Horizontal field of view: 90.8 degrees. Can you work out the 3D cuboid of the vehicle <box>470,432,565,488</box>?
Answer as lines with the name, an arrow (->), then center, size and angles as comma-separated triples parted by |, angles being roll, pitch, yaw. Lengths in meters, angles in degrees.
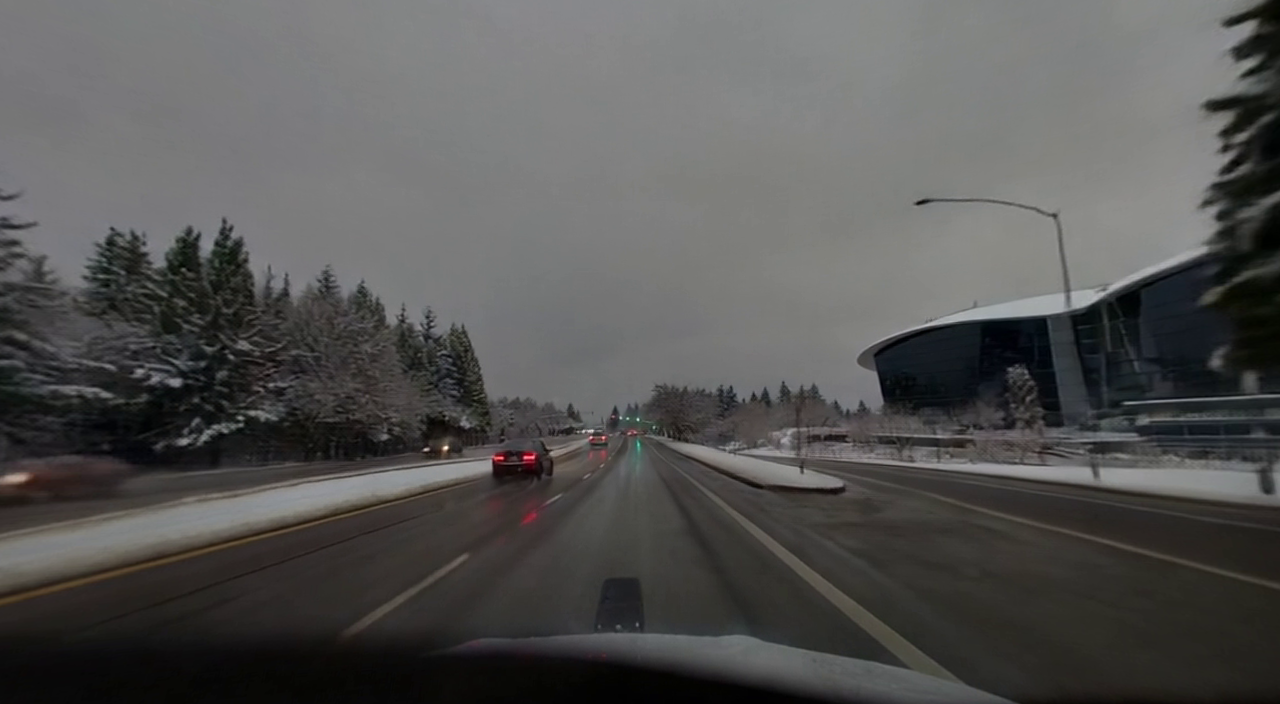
vehicle -> -3.675, 3.335, 19.890 | 1.984, 1.521, 4.682 | 0, -8, 1
